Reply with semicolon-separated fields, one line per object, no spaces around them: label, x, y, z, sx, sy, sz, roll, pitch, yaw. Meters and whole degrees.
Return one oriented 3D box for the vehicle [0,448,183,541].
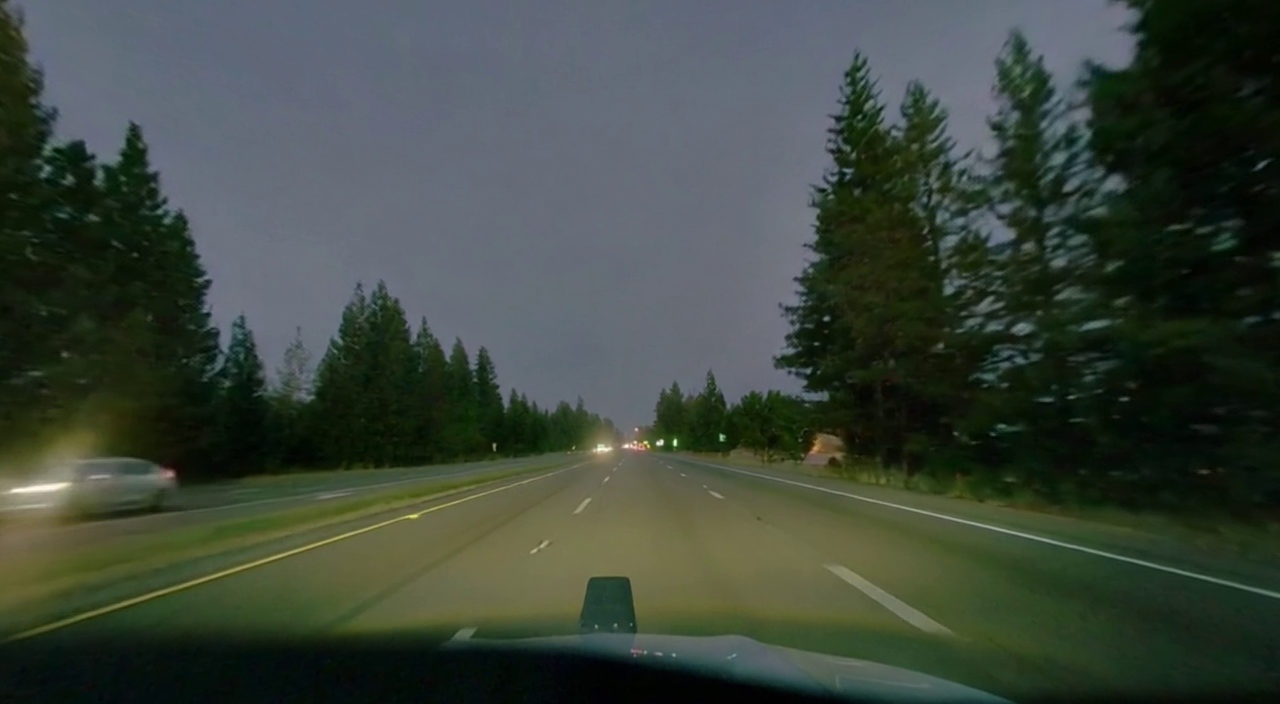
vehicle;-11.086;2.481;11.512;2.087;1.455;4.585;0;-9;0
